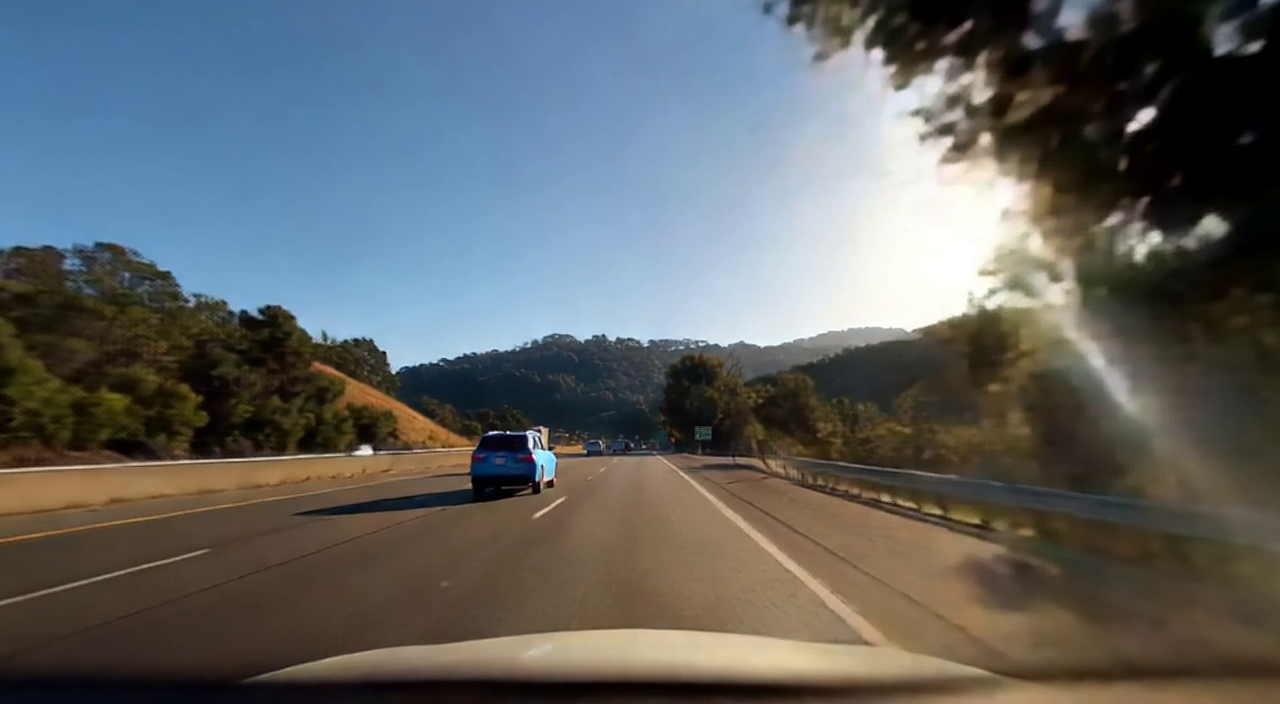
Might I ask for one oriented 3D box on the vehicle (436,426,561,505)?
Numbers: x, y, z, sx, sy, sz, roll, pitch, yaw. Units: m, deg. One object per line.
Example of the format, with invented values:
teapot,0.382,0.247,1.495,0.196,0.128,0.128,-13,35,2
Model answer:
vehicle,-3.439,2.857,16.335,2.138,1.718,4.415,-1,-8,1
